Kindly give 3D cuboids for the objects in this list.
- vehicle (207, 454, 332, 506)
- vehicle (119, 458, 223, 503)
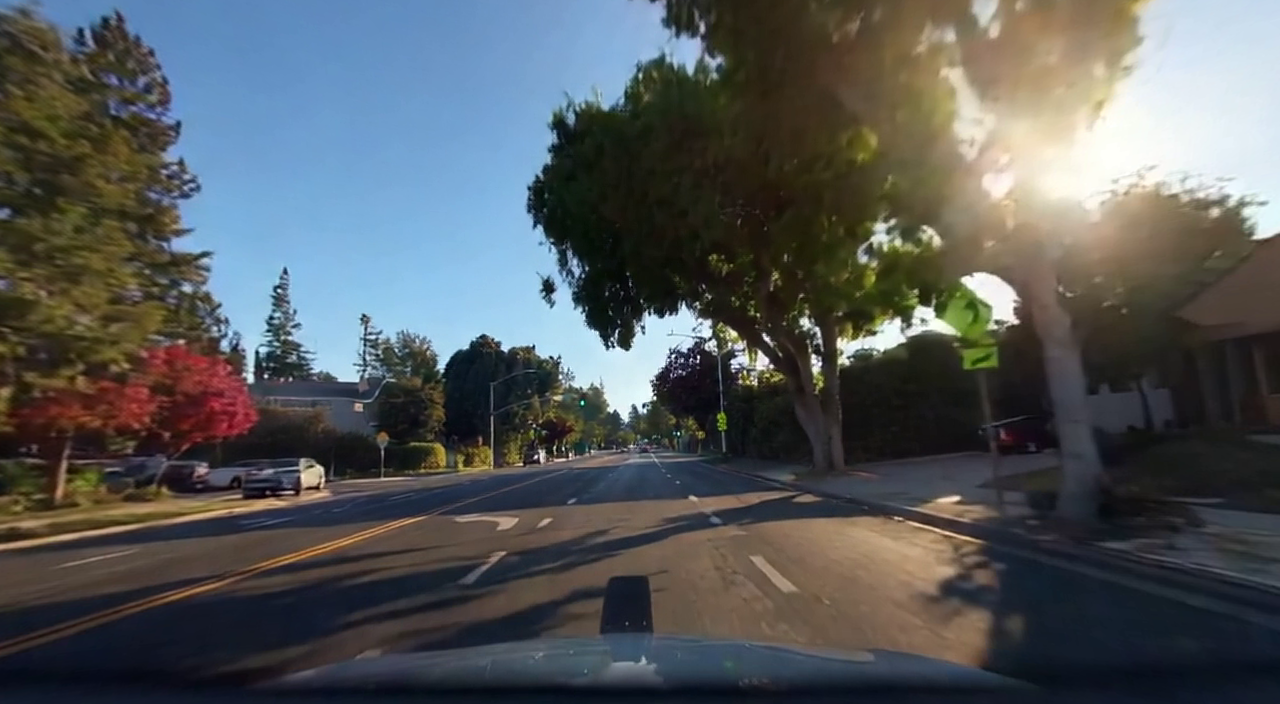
[{"bbox_3d":[-14.291,4.921,24.685,2.199,1.592,4.492,-4,-8,1],"label":"vehicle"},{"bbox_3d":[-19.317,5.265,26.178,2.012,1.572,3.830,1,-9,-13],"label":"vehicle"}]
